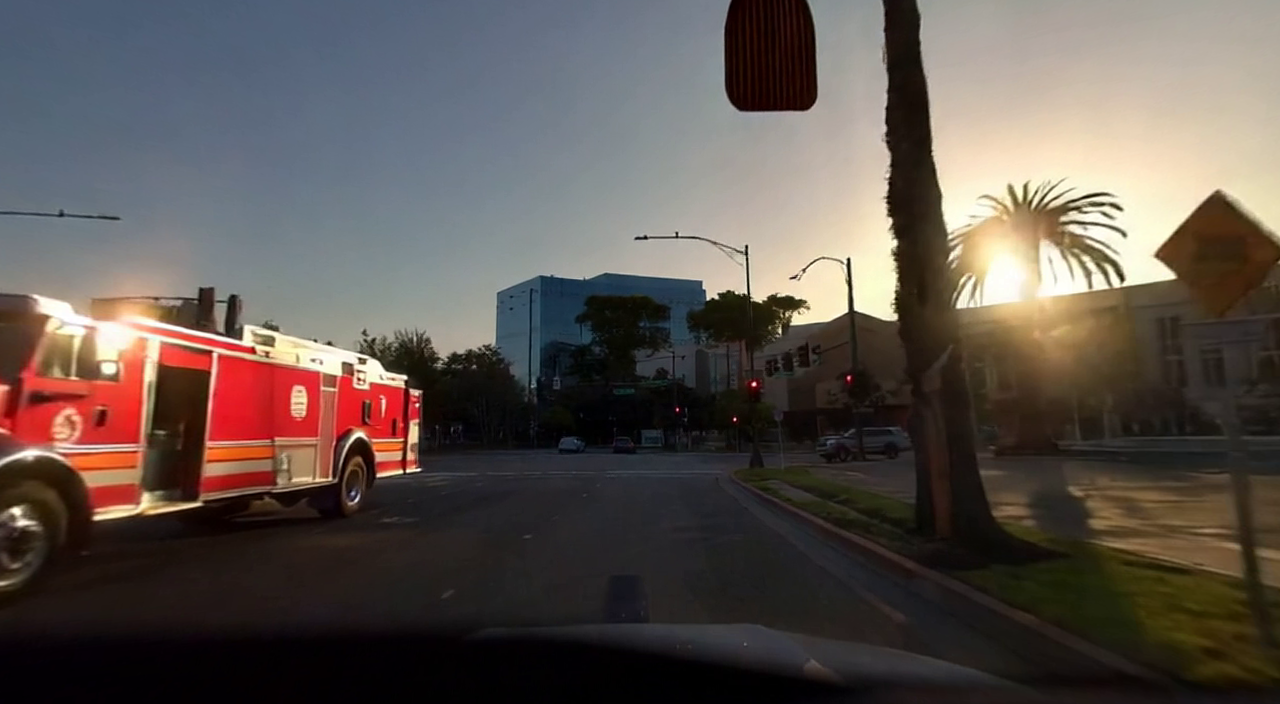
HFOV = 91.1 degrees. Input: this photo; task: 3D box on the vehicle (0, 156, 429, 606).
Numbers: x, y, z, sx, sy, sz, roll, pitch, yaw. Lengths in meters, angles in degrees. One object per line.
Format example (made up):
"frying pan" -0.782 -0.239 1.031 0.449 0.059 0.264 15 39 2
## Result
"vehicle" -6.880 0.948 9.892 3.008 3.730 11.786 0 -9 0
